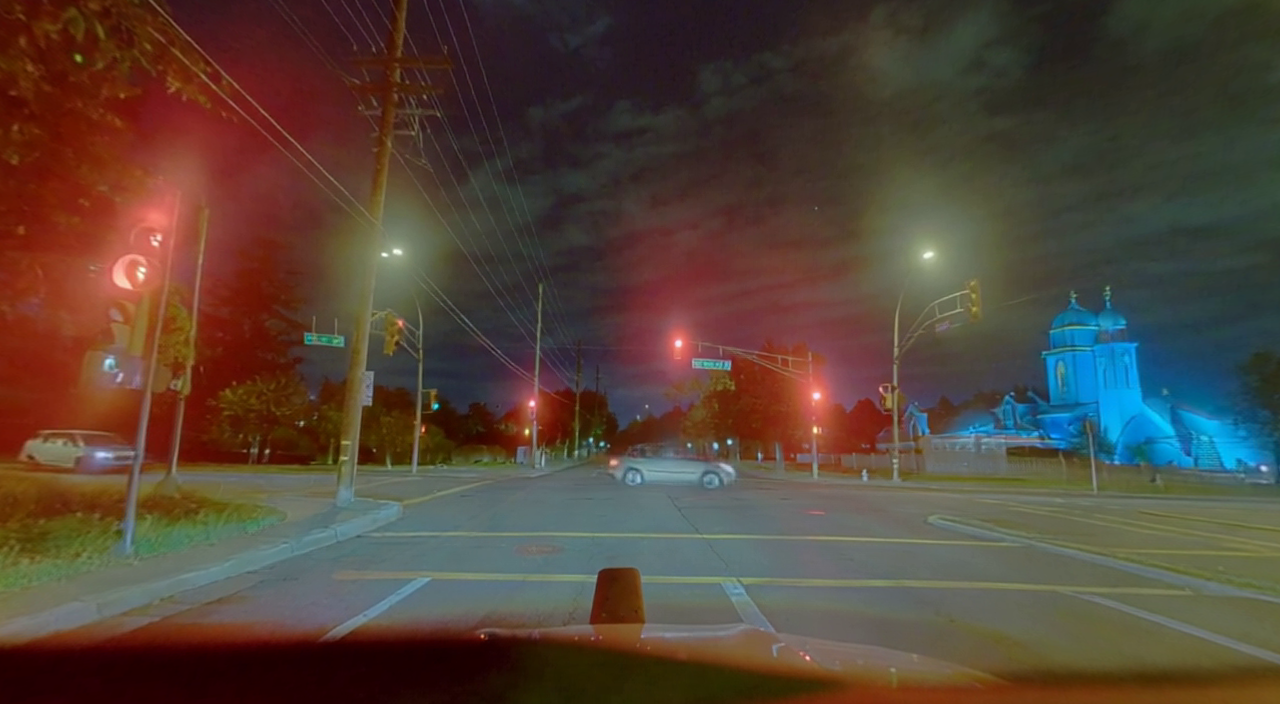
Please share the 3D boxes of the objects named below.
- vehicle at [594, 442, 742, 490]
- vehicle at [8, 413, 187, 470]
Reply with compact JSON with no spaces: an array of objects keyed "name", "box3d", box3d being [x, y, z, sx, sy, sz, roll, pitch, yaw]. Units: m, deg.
[{"name":"vehicle","box3d":[0.933,3.783,21.240,4.718,1.497,2.032,0,-9,4]},{"name":"vehicle","box3d":[-19.022,3.154,22.315,4.372,1.892,2.002,0,-9,0]}]
